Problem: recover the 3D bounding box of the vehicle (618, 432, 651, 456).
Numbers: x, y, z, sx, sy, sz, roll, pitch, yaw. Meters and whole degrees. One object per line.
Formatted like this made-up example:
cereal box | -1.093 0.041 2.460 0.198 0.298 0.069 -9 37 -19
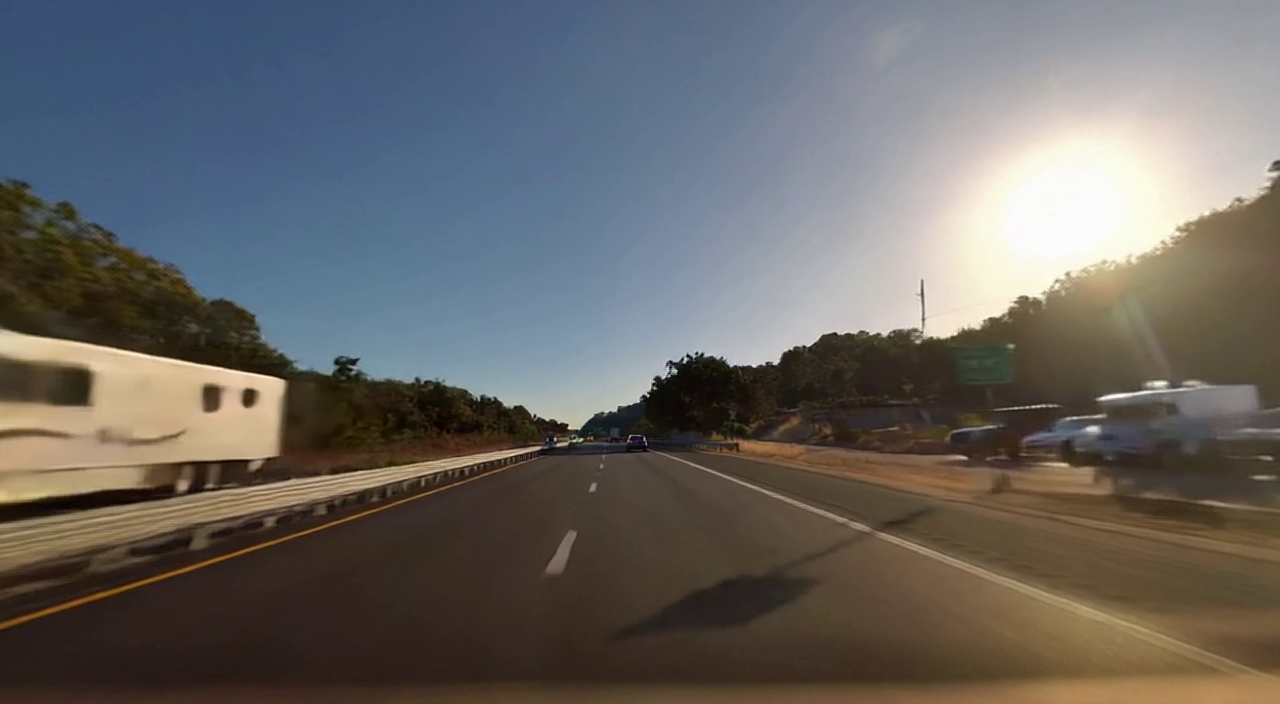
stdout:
vehicle | -0.403 6.160 42.213 2.037 1.504 4.248 0 -8 -3
